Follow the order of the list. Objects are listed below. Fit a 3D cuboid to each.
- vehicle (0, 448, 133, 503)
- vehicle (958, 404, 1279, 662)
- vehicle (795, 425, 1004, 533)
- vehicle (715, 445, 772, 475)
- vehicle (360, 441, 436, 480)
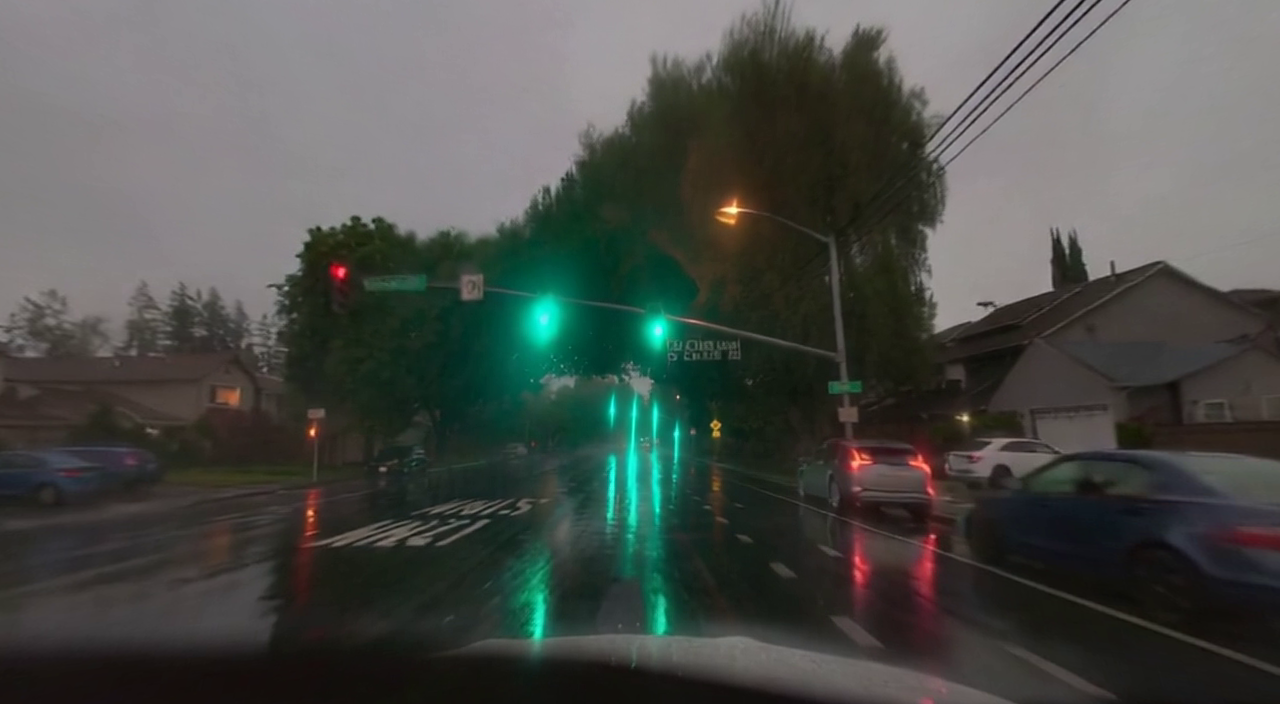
[{"bbox_3d":[-17.692,3.519,18.137,4.349,1.457,1.997,0,-9,0],"label":"vehicle"},{"bbox_3d":[5.393,1.516,6.154,2.164,1.729,4.488,0,-9,-1],"label":"vehicle"},{"bbox_3d":[5.186,2.607,13.590,2.171,1.798,5.040,3,-9,-3],"label":"vehicle"},{"bbox_3d":[5.294,5.584,32.800,2.002,1.461,4.673,1,-9,-2],"label":"vehicle"},{"bbox_3d":[-11.928,5.411,31.401,2.061,1.760,4.569,-1,-9,-2],"label":"vehicle"}]
